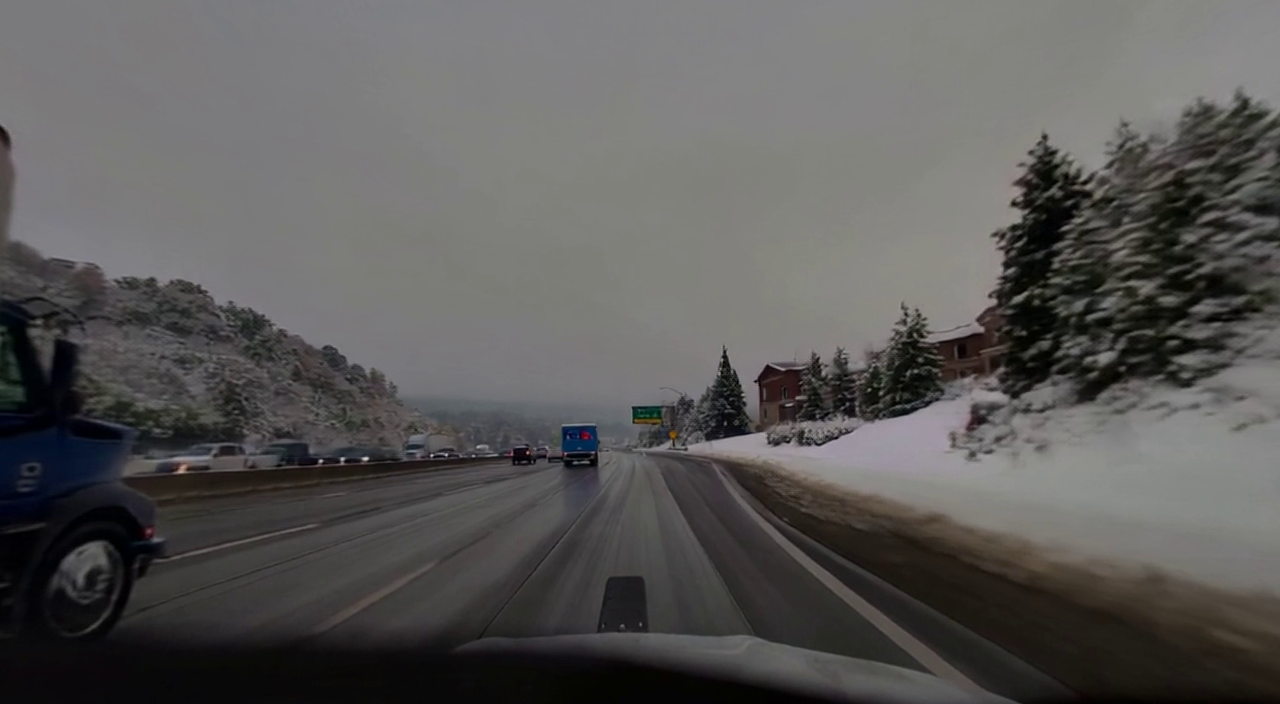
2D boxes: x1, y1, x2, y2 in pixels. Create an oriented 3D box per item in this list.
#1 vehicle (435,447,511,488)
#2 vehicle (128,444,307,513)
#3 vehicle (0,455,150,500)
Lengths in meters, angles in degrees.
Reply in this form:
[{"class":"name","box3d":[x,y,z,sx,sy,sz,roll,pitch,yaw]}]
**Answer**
[{"class":"vehicle","box3d":[-7.789,5.423,29.929,2.294,1.710,4.436,1,-8,1]},{"class":"vehicle","box3d":[-11.645,3.449,17.857,1.931,1.692,4.443,0,-8,1]},{"class":"vehicle","box3d":[-21.443,4.710,24.141,1.845,1.464,4.386,0,-8,0]}]
